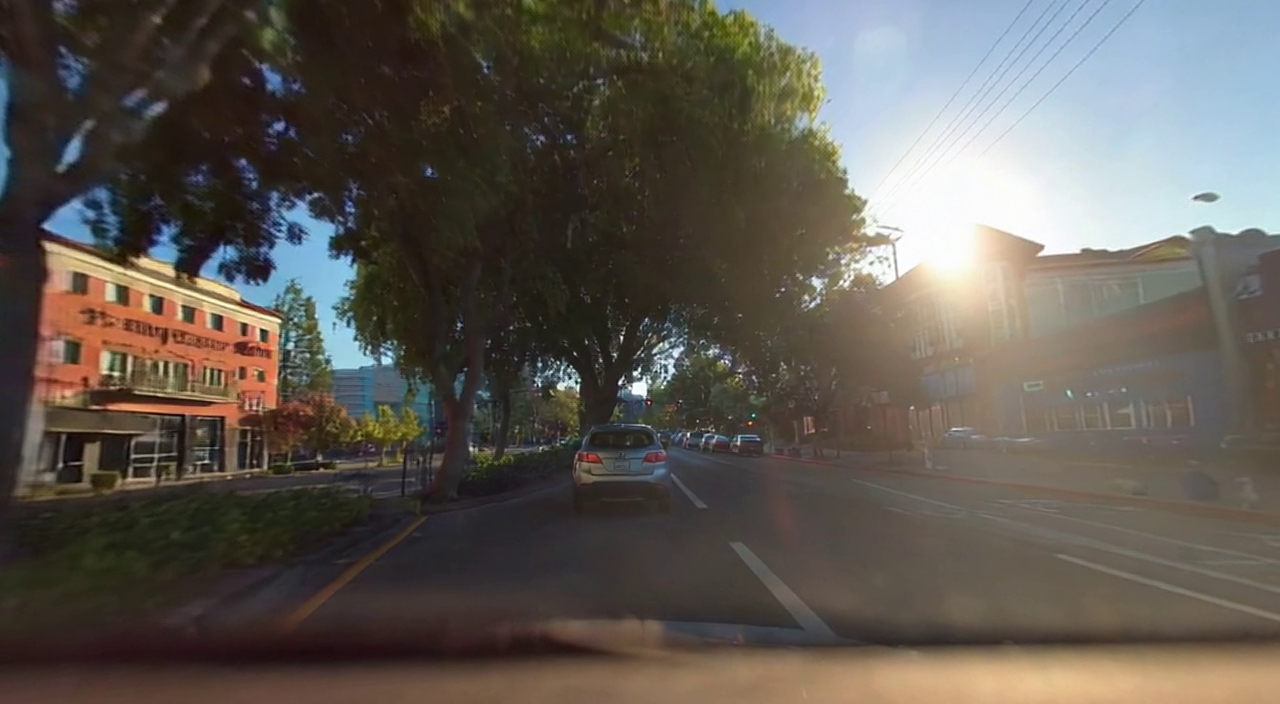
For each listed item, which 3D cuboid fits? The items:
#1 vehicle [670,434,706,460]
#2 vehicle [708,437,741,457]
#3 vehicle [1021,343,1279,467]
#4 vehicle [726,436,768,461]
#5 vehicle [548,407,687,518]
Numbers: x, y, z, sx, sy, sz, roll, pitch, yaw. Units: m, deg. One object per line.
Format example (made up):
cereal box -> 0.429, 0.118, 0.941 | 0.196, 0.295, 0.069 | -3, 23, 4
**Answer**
vehicle -> 3.031, 6.124, 40.741 | 1.929, 1.590, 4.287 | 0, -8, 0
vehicle -> 6.521, 7.368, 49.162 | 1.854, 1.466, 4.420 | 0, -8, 0
vehicle -> 18.462, 2.232, 23.509 | 3.269, 3.755, 8.862 | 0, -8, 2
vehicle -> 6.566, 5.956, 39.053 | 1.777, 1.443, 3.942 | 0, -8, -1
vehicle -> -0.394, 2.130, 12.567 | 2.277, 1.816, 4.192 | 0, -8, -1
